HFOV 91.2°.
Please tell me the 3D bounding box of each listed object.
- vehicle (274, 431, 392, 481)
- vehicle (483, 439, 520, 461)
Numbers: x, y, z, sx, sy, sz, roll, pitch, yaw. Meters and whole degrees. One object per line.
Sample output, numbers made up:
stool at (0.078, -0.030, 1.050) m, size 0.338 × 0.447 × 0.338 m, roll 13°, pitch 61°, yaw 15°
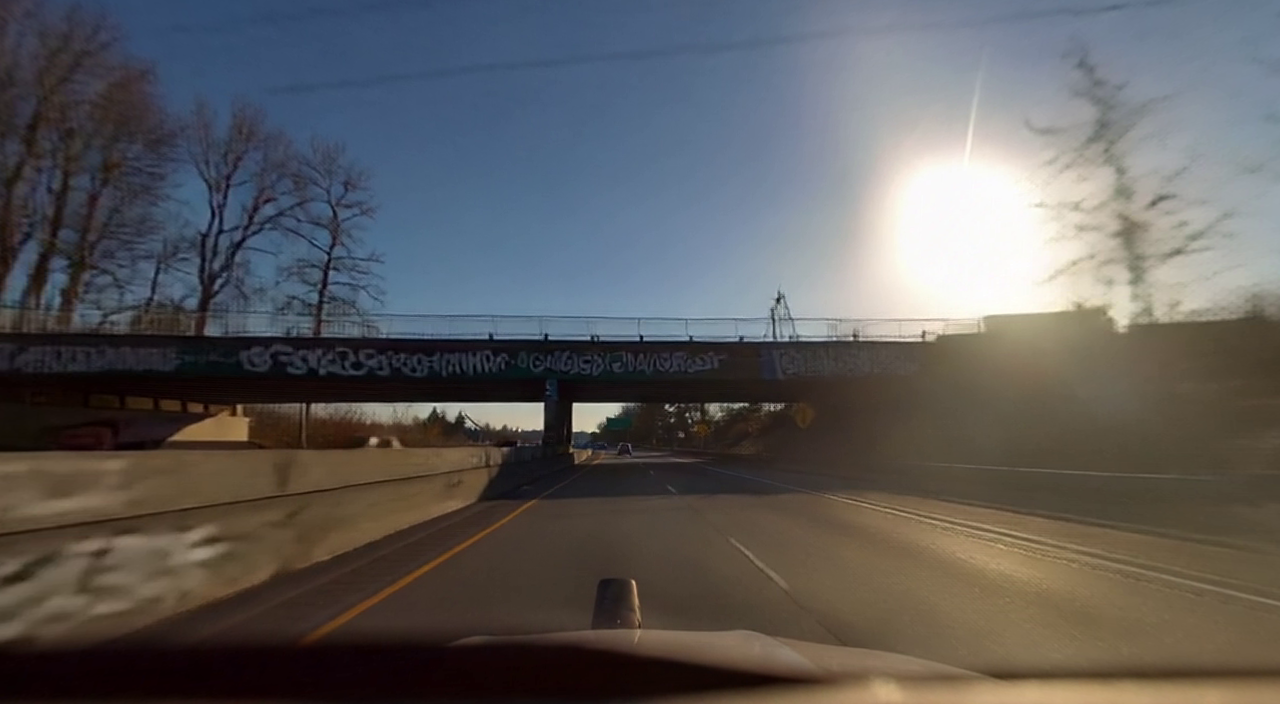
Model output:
vehicle at (-10.008, 3.429, 20.844) m, size 1.917 × 1.499 × 4.022 m, roll 0°, pitch -9°, yaw -1°
vehicle at (-10.362, 7.379, 47.224) m, size 1.931 × 1.553 × 4.205 m, roll 0°, pitch -9°, yaw -2°
